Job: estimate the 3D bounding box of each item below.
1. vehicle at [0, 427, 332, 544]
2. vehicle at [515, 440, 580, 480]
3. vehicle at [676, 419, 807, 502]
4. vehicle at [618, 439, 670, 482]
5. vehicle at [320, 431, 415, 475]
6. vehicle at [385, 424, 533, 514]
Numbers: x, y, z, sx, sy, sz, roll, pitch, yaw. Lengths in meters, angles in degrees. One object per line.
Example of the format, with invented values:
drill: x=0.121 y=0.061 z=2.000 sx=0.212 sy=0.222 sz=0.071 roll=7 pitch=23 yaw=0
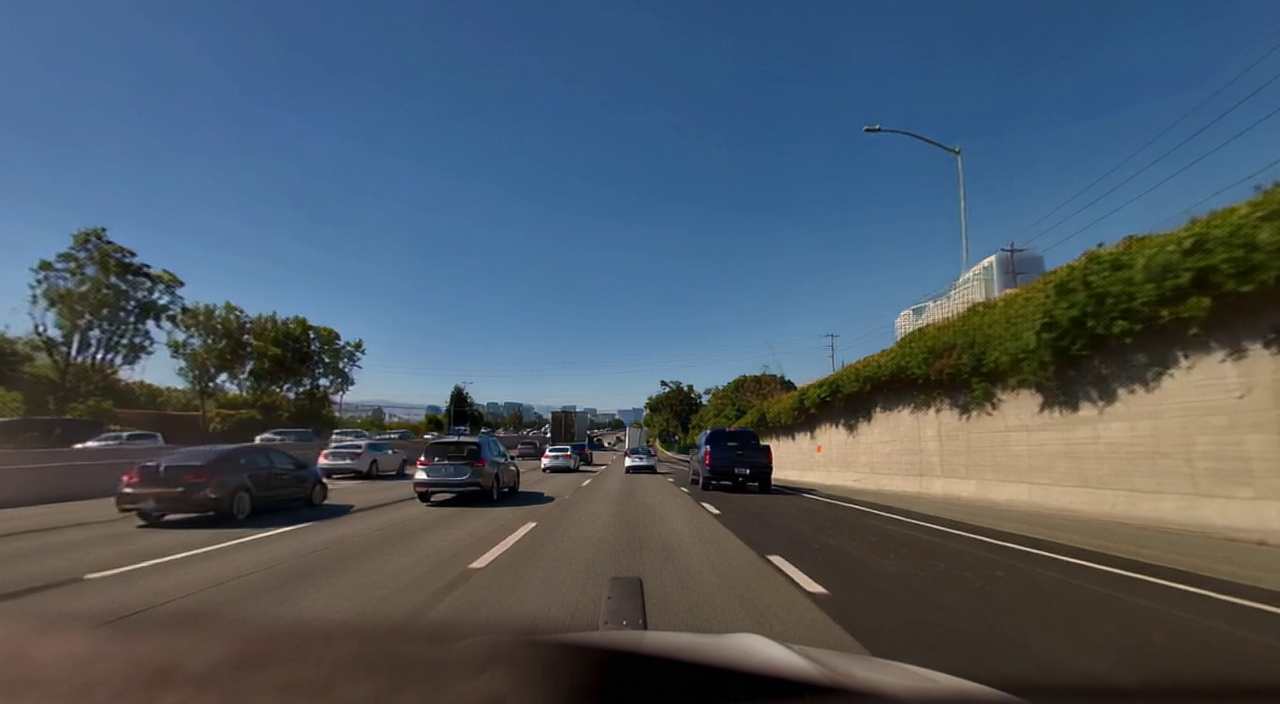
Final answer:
vehicle: x=-7.442 y=2.112 z=10.755 sx=1.985 sy=1.529 sz=4.710 roll=0 pitch=-8 yaw=0
vehicle: x=-3.866 y=4.584 z=27.148 sx=2.049 sy=1.530 sz=4.707 roll=0 pitch=-8 yaw=1
vehicle: x=2.816 y=3.253 z=19.398 sx=2.793 sy=2.132 sz=5.682 roll=0 pitch=-8 yaw=-3
vehicle: x=0.162 y=4.620 z=27.193 sx=2.092 sy=1.671 sz=3.889 roll=0 pitch=-8 yaw=0
vehicle: x=-11.207 y=4.194 z=26.330 sx=1.897 sy=1.655 sz=4.543 roll=0 pitch=-8 yaw=1
vehicle: x=-3.872 y=2.589 z=14.461 sx=2.026 sy=1.719 sz=4.490 roll=0 pitch=-8 yaw=0
